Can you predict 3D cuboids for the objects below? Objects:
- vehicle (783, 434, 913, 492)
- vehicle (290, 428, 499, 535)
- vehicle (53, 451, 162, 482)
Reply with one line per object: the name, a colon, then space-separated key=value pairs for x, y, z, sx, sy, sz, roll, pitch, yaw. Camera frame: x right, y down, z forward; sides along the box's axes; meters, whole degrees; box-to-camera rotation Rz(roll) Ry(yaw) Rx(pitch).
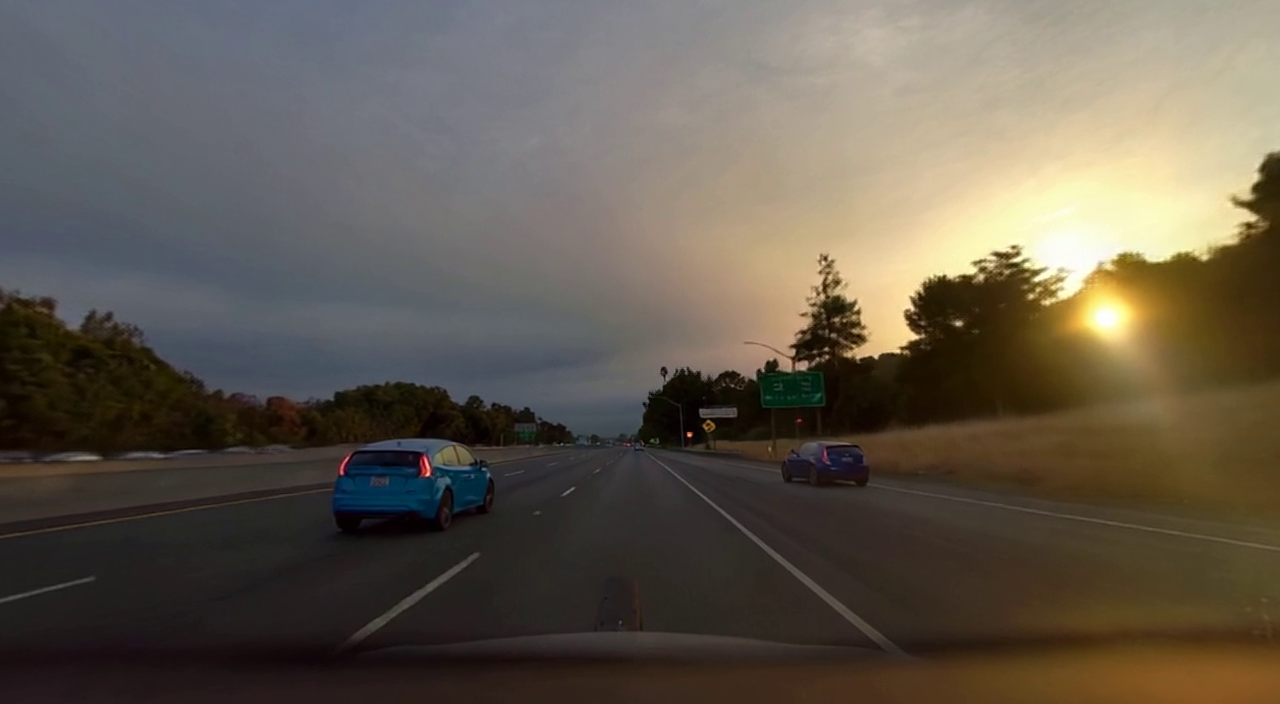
vehicle: x=5.945 y=3.240 z=18.717 sx=2.049 sy=1.481 sz=4.774 roll=0 pitch=-9 yaw=-3
vehicle: x=-4.071 y=2.221 z=11.432 sx=1.987 sy=1.516 sz=4.478 roll=-1 pitch=-9 yaw=0
vehicle: x=-28.679 y=6.140 z=34.111 sx=1.869 sy=1.499 sz=4.581 roll=-1 pitch=-9 yaw=1
